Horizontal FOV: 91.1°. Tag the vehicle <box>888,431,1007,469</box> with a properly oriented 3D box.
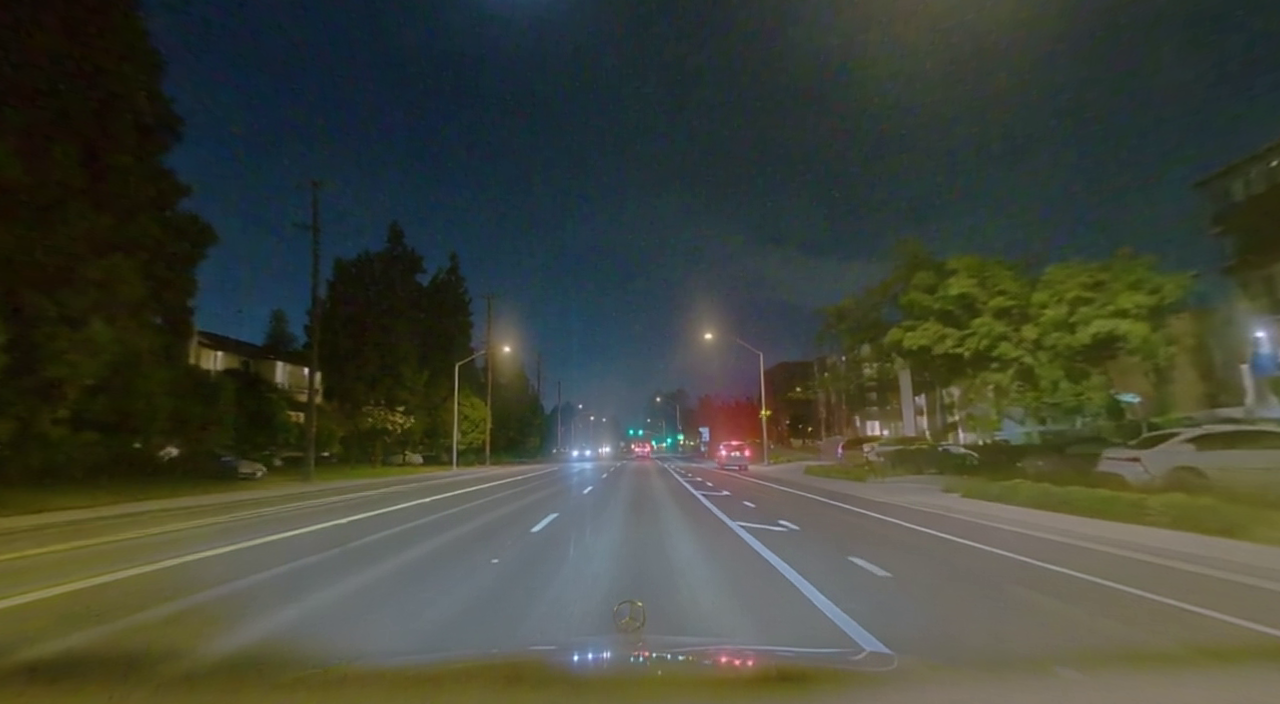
[{"bbox_3d":[14.068,4.509,28.926,4.399,1.663,1.970,0,-8,1],"label":"vehicle"}]

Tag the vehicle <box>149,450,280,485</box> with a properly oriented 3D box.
[{"bbox_3d":[-19.063,5.190,28.241,4.500,1.482,1.916,0,-9,1],"label":"vehicle"}]

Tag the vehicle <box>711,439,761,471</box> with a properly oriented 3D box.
[{"bbox_3d":[5.625,6.121,37.486,2.114,1.799,4.960,0,-9,-1],"label":"vehicle"}]

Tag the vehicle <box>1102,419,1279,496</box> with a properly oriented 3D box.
[{"bbox_3d":[13.985,2.495,15.045,4.319,1.677,1.985,1,-9,-6],"label":"vehicle"}]
